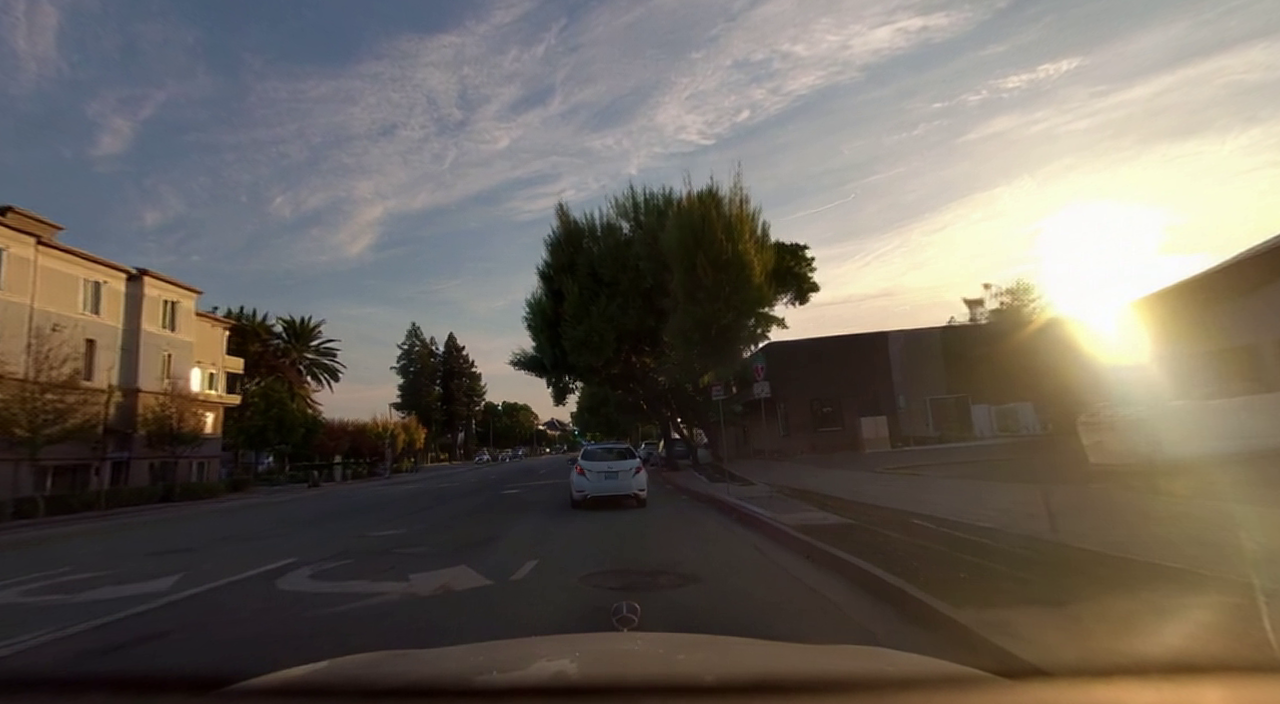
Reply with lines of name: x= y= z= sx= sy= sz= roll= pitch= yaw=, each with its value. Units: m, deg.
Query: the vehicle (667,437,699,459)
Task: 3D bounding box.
vehicle: x=2.976 y=6.724 z=44.360 sx=1.972 sy=1.484 sz=3.974 roll=0 pitch=-8 yaw=1

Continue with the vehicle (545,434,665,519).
vehicle: x=-0.734 y=2.535 z=13.446 sx=2.116 sy=1.479 sz=4.358 roll=0 pitch=-8 yaw=-3
